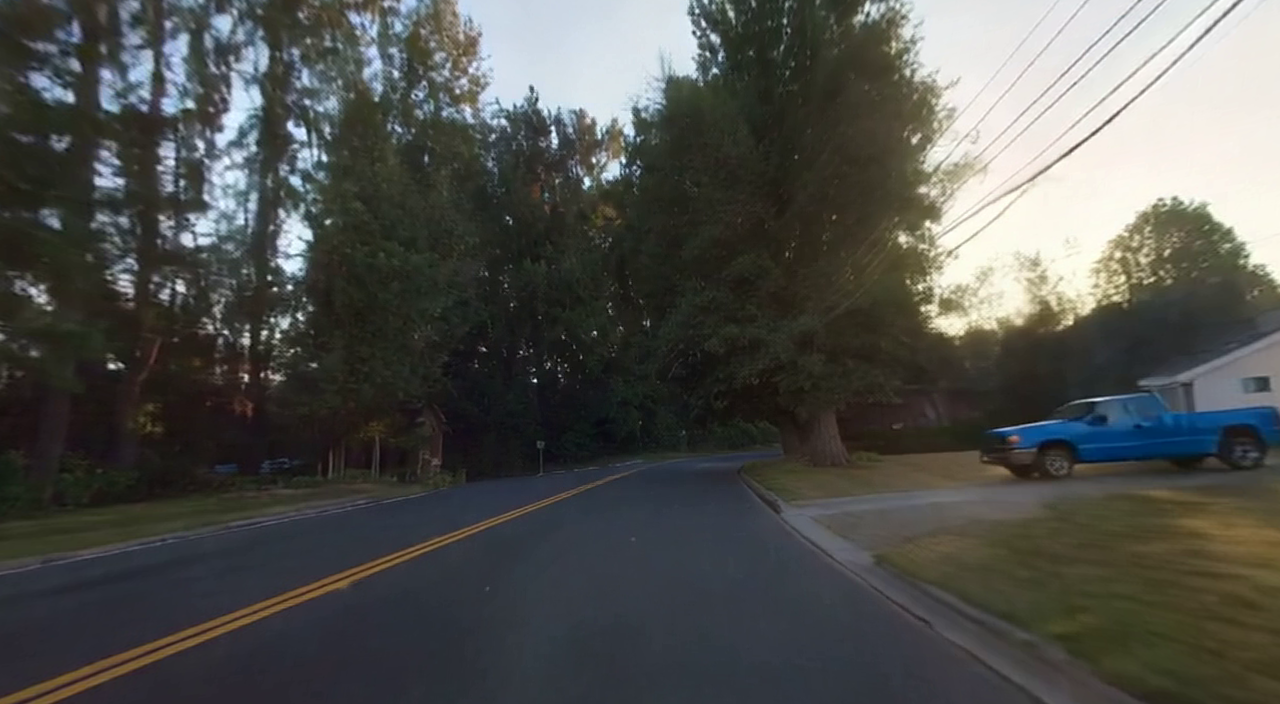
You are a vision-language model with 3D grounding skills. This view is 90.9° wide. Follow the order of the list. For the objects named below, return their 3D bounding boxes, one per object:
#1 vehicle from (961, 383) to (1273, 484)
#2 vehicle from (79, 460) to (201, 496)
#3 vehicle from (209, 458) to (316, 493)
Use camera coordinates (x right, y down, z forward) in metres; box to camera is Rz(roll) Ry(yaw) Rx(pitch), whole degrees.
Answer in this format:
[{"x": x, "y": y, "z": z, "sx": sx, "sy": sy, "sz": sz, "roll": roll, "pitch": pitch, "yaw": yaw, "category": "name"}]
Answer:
[{"x": 11.586, "y": 2.061, "z": 15.810, "sx": 5.704, "sy": 1.788, "sz": 2.095, "roll": -7, "pitch": -8, "yaw": 8, "category": "vehicle"}, {"x": -25.413, "y": 6.394, "z": 32.120, "sx": 4.751, "sy": 1.489, "sz": 2.052, "roll": -4, "pitch": -9, "yaw": 7, "category": "vehicle"}, {"x": -18.642, "y": 6.086, "z": 31.211, "sx": 4.270, "sy": 1.481, "sz": 1.972, "roll": -3, "pitch": -9, "yaw": 10, "category": "vehicle"}]
